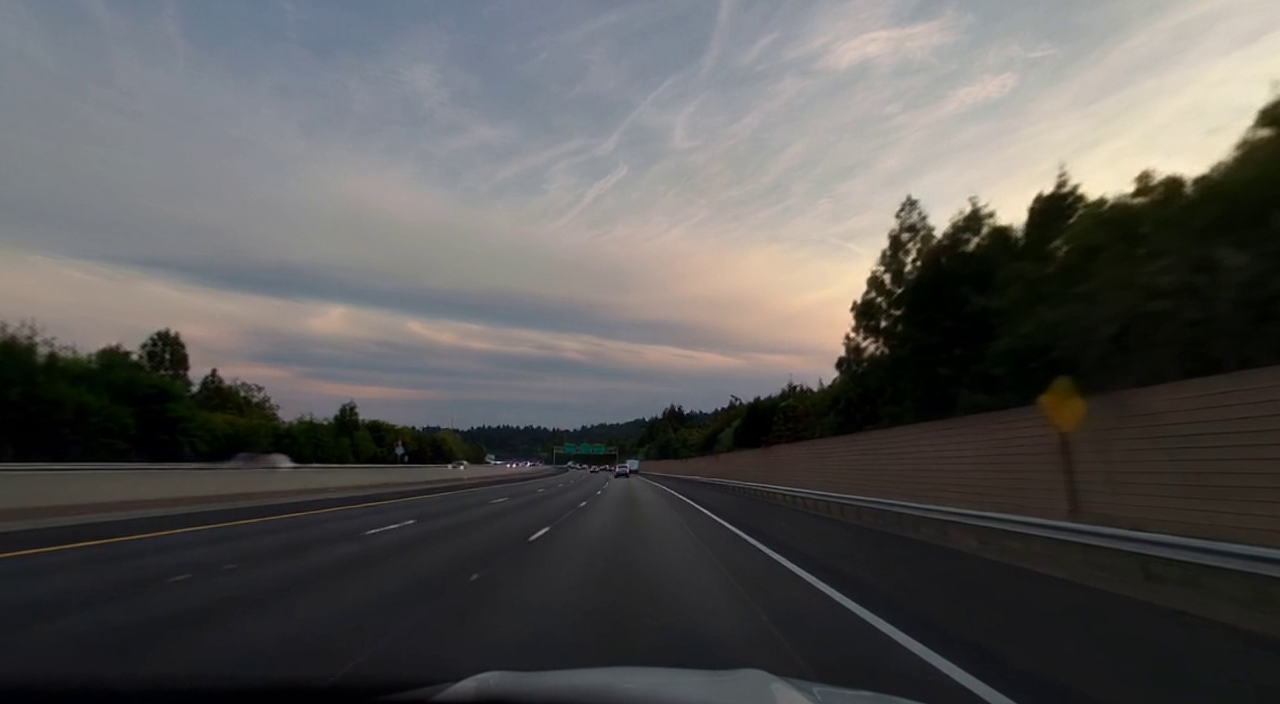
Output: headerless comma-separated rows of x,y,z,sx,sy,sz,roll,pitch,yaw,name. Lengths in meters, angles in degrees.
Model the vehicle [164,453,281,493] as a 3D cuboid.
-16.492,4.816,25.170,1.795,1.451,4.116,1,-10,0,vehicle
